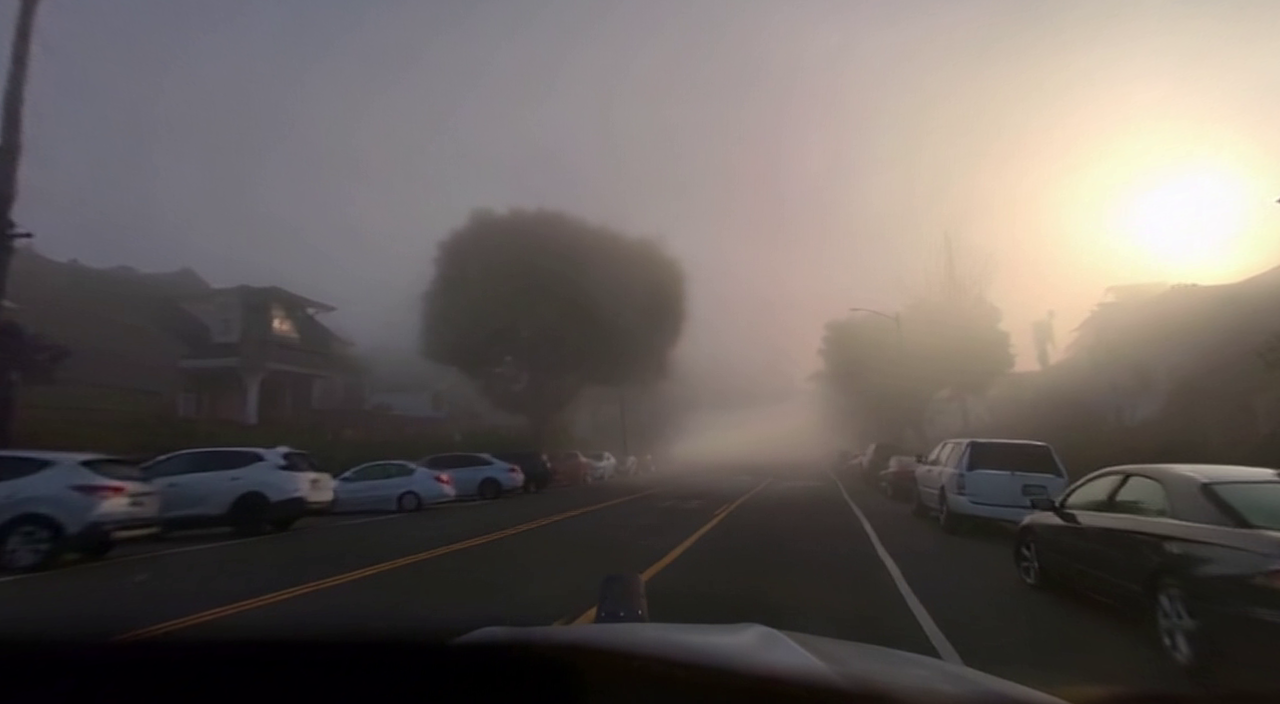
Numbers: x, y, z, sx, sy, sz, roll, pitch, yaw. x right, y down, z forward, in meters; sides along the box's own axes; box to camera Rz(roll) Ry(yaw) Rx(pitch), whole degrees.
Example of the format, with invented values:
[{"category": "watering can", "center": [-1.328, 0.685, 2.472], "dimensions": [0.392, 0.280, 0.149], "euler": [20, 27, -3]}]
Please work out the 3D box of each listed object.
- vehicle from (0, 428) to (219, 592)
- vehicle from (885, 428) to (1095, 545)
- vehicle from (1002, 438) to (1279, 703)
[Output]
[{"category": "vehicle", "center": [-8.404, 1.855, 7.800], "dimensions": [4.866, 1.752, 1.998], "euler": [0, -8, -4]}, {"category": "vehicle", "center": [5.978, 2.296, 11.525], "dimensions": [2.016, 1.670, 4.372], "euler": [-2, -8, 11]}, {"category": "vehicle", "center": [4.589, 1.418, 4.914], "dimensions": [2.001, 1.461, 4.492], "euler": [-3, -9, 16]}]
